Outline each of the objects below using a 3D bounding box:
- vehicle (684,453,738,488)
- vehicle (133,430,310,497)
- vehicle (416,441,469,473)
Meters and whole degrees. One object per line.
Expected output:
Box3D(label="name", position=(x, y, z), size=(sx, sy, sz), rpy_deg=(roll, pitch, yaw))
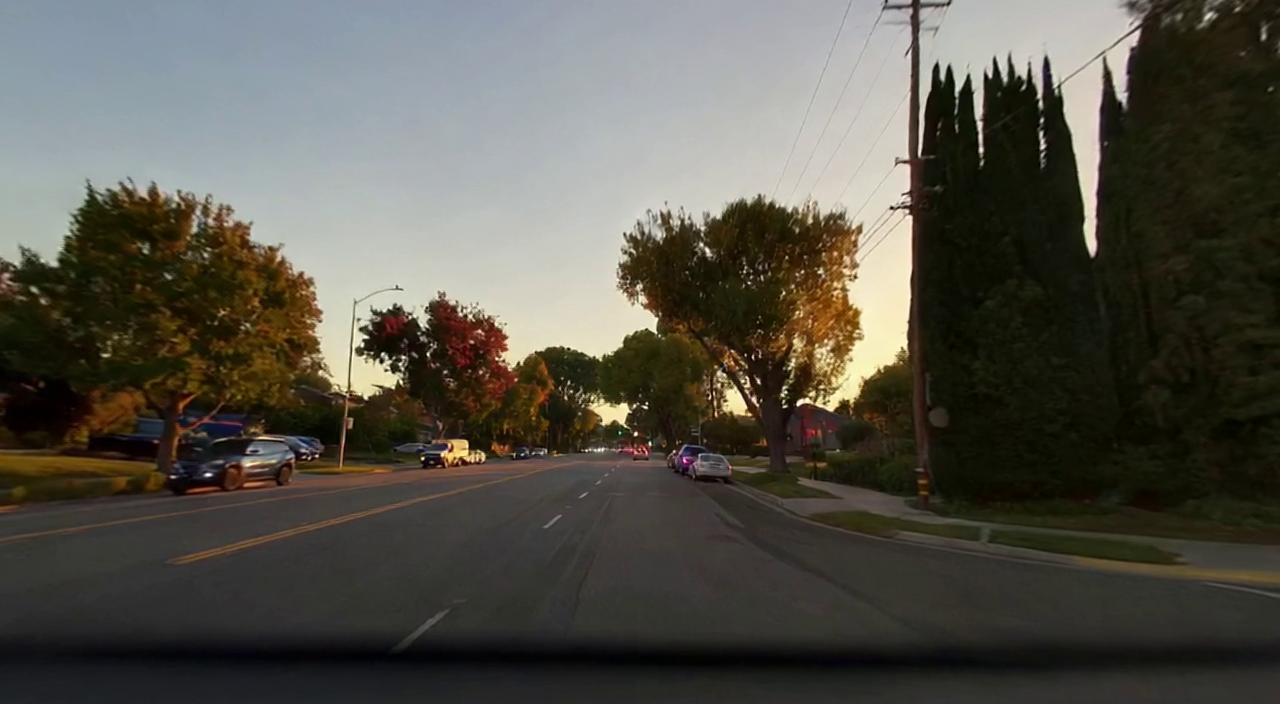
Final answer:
Box3D(label="vehicle", position=(3.423, 5.796, 31.377), size=(1.911, 1.471, 5.151), rpy_deg=(0, -8, -2))
Box3D(label="vehicle", position=(-14.001, 3.787, 21.706), size=(2.253, 1.969, 5.398), rpy_deg=(0, -9, 1))
Box3D(label="vehicle", position=(-14.075, 7.440, 45.361), size=(2.155, 1.991, 5.722), rpy_deg=(-3, -8, -2))
